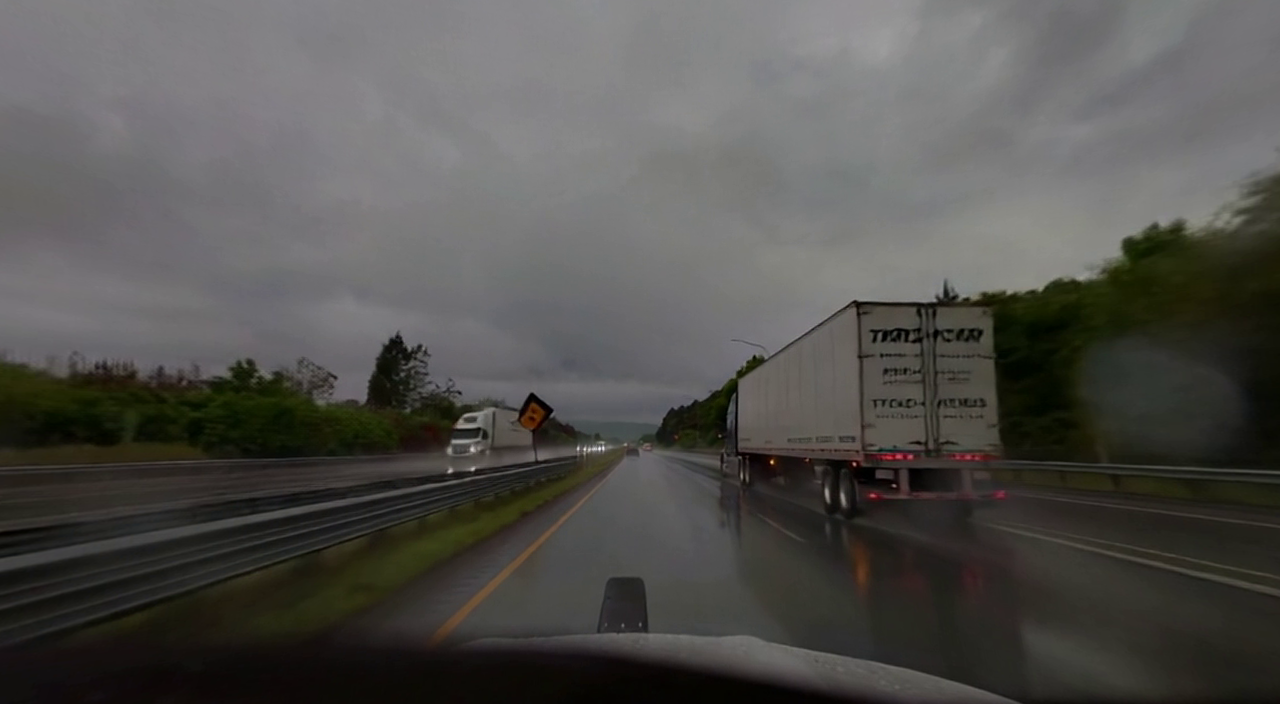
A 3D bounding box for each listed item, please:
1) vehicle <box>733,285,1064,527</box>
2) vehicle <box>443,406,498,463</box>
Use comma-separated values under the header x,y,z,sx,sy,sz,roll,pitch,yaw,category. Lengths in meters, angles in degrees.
x,y,z,sx,sy,sz,roll,pitch,yaw,category
5.300,1.947,17.673,2.983,4.030,14.444,0,-9,-1,vehicle
-12.802,6.275,47.847,3.266,4.192,2.746,0,-9,-1,vehicle
